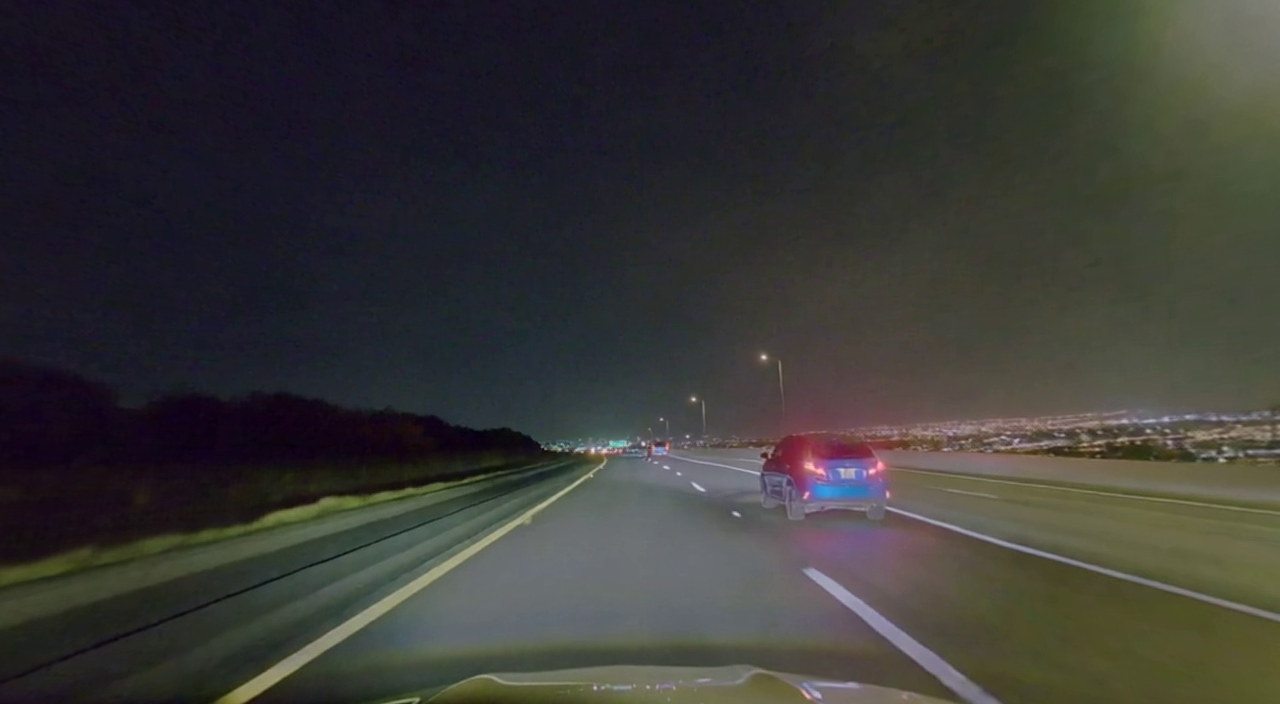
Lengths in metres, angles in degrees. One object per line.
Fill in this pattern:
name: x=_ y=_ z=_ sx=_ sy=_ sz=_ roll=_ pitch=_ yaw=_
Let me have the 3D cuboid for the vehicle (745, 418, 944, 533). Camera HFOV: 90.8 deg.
vehicle: x=3.612 y=2.276 z=12.354 sx=2.141 sy=1.785 sz=4.778 roll=0 pitch=-8 yaw=-2
